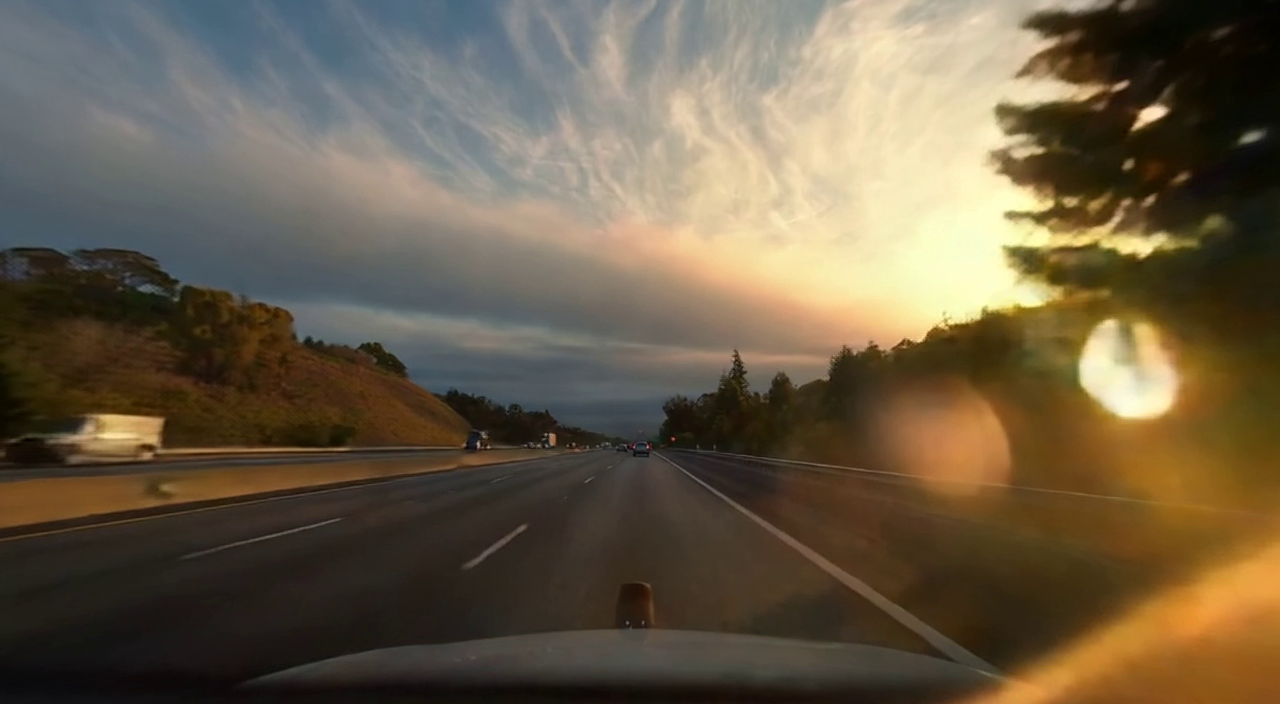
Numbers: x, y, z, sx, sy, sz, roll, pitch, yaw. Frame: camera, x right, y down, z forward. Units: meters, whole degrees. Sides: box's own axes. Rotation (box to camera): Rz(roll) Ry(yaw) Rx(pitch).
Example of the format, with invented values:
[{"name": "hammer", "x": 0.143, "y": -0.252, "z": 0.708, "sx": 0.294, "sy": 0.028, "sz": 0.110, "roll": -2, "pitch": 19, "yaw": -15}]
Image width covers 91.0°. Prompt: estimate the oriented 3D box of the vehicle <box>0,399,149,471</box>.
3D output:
[{"name": "vehicle", "x": -23.806, "y": 3.455, "z": 25.957, "sx": 2.245, "sy": 2.605, "sz": 5.833, "roll": 0, "pitch": -8, "yaw": 1}]
